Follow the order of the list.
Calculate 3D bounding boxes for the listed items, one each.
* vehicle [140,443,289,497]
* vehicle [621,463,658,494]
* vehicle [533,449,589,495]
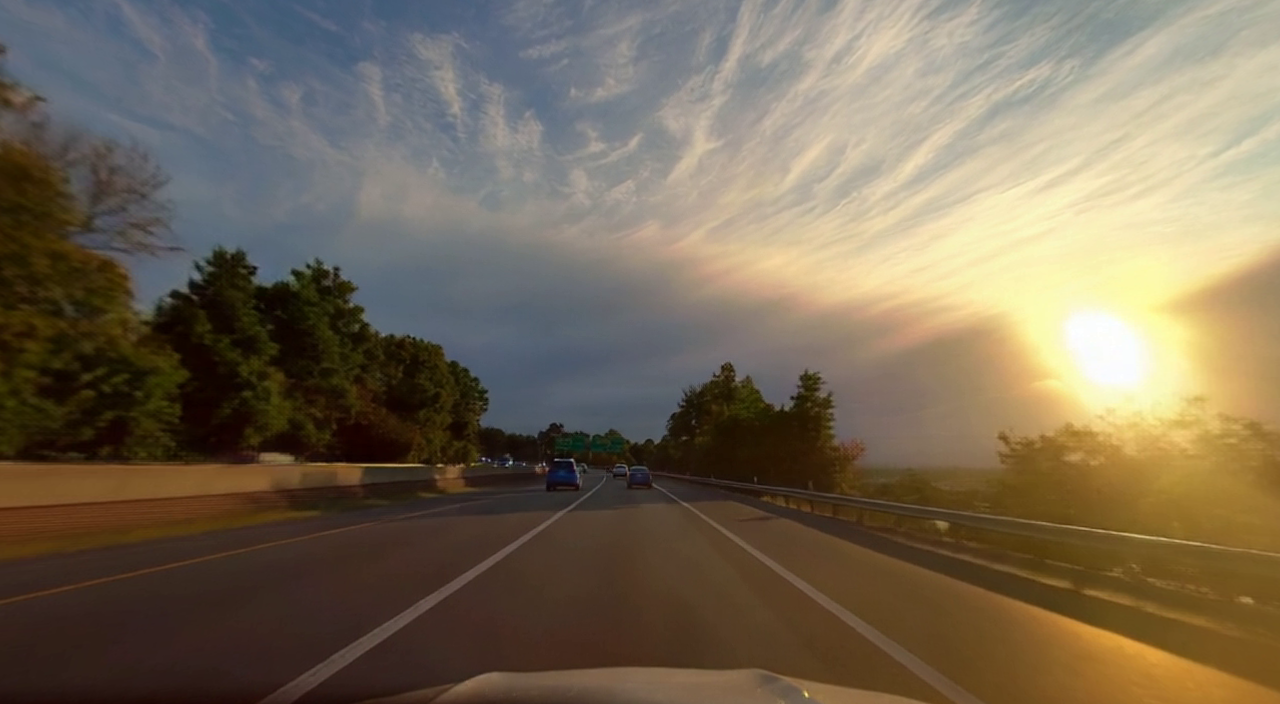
[{"bbox_3d":[-13.149,3.715,19.841,1.804,1.485,4.152,1,-10,-1],"label":"vehicle"},{"bbox_3d":[-0.060,6.863,34.289,1.905,1.559,3.491,1,-10,-2],"label":"vehicle"},{"bbox_3d":[-3.971,6.211,32.702,2.237,2.113,4.815,1,-10,0],"label":"vehicle"}]
